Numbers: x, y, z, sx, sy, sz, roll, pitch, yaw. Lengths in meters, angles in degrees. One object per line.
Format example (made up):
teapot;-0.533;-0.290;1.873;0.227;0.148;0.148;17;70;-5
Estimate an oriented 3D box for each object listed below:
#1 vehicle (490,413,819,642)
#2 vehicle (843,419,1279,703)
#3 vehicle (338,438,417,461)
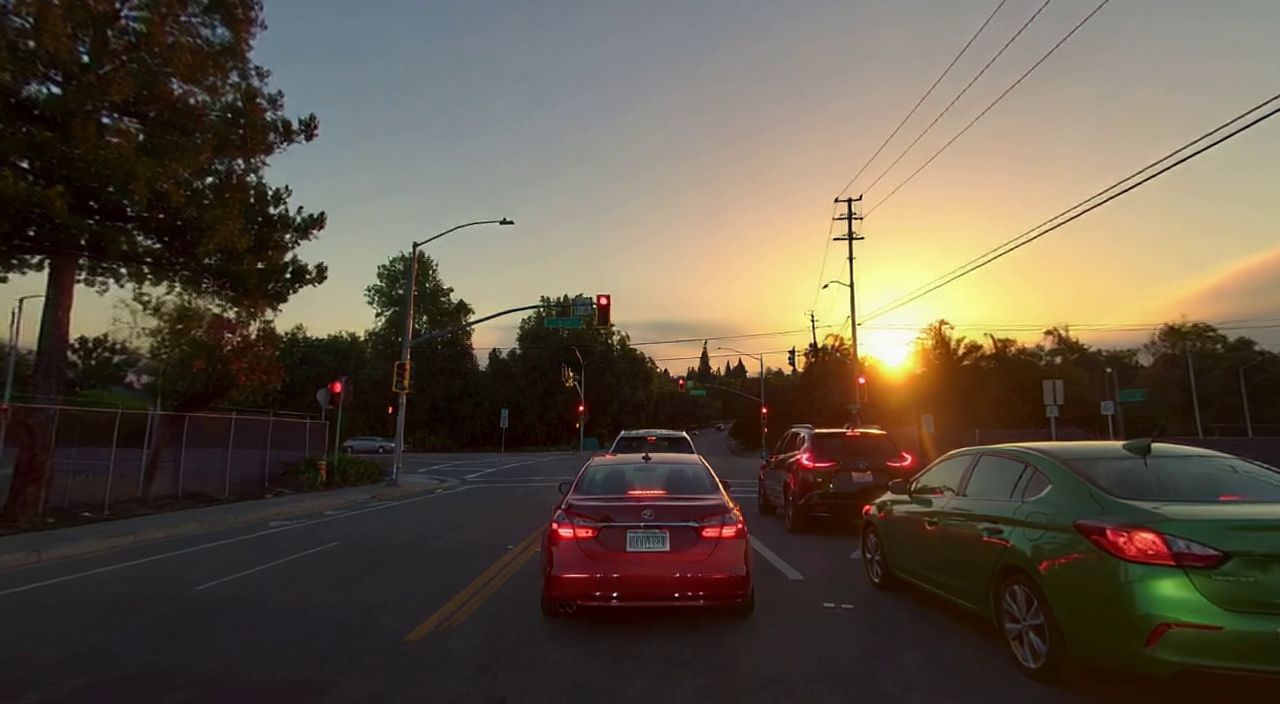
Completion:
vehicle;0.067;1.485;6.427;2.170;1.497;4.369;0;-8;-1
vehicle;3.086;1.247;4.138;2.027;1.432;4.431;0;-8;0
vehicle;-17.233;6.404;41.461;4.406;1.458;1.892;-1;-8;7
